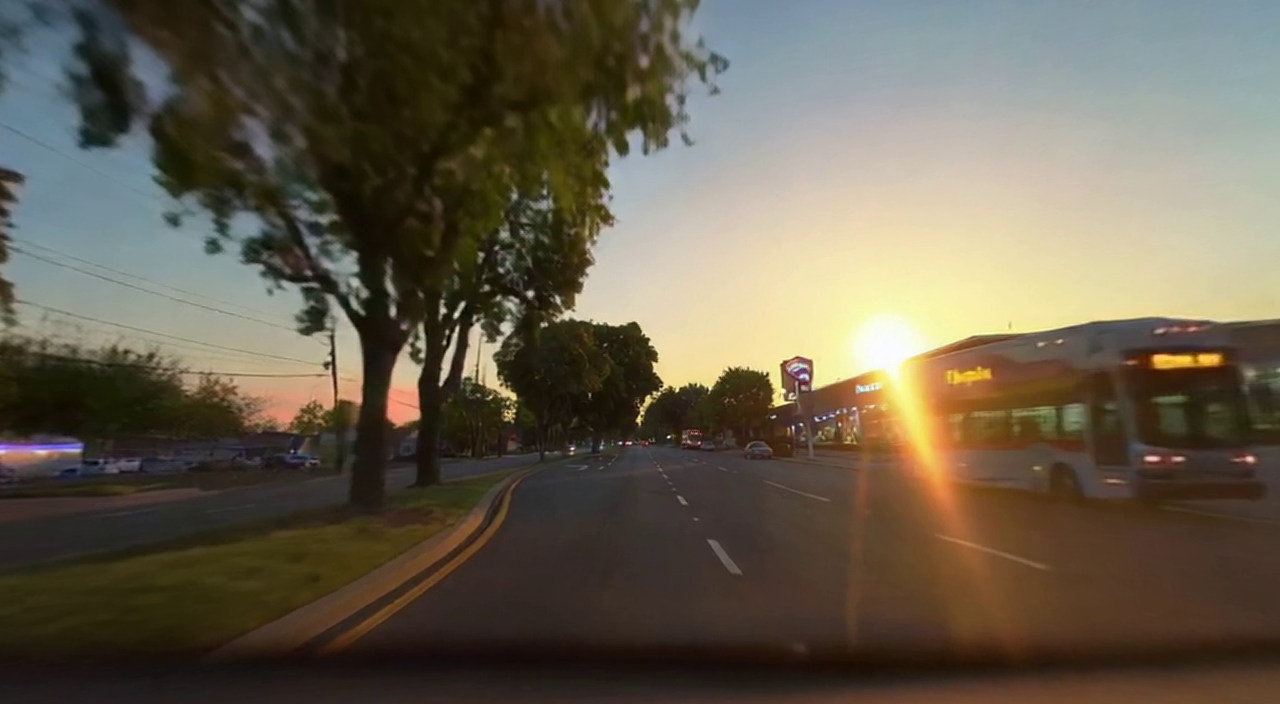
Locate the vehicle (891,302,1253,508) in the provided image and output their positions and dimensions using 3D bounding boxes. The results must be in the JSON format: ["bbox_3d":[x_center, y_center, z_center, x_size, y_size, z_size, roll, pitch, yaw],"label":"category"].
[{"bbox_3d":[9.784,1.580,16.168,3.017,3.888,8.508,0,-8,-1],"label":"vehicle"}]
